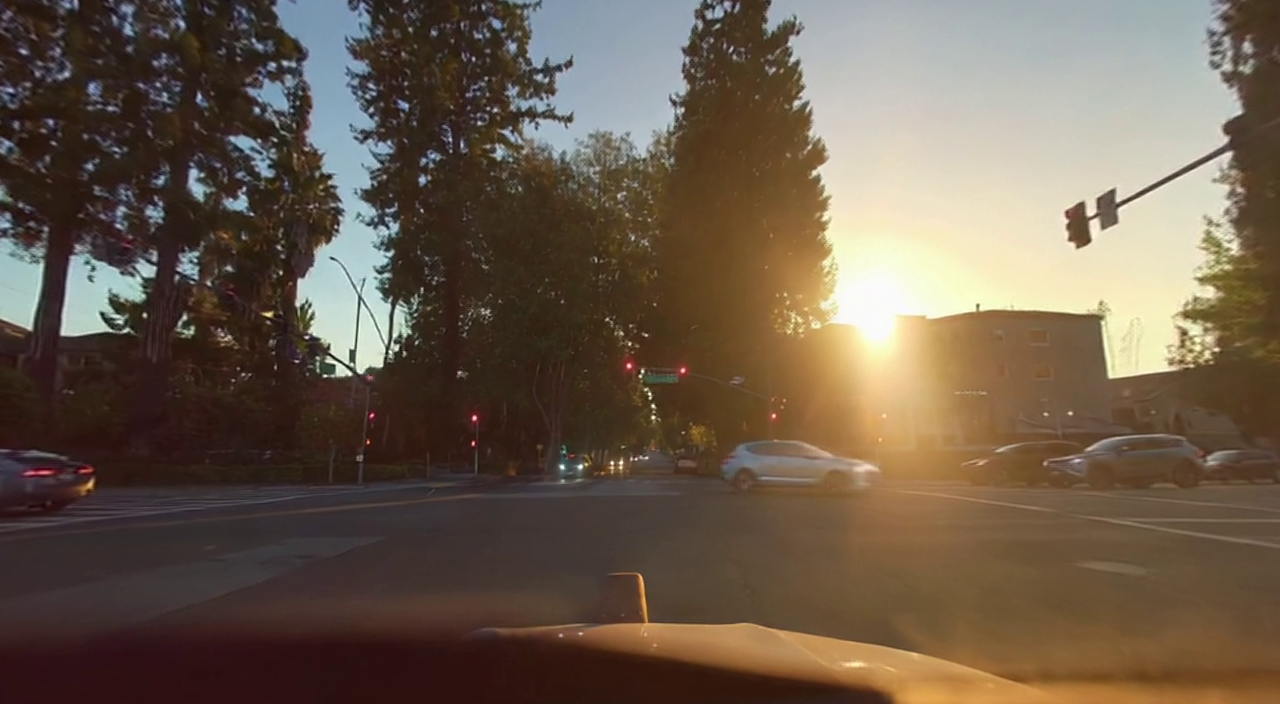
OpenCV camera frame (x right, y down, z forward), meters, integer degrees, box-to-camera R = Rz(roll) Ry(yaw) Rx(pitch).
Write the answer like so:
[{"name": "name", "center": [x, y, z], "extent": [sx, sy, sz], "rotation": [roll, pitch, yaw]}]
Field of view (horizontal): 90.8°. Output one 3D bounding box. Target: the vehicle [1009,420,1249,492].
[{"name": "vehicle", "center": [17.025, 3.664, 22.358], "extent": [6.109, 2.348, 2.683], "rotation": [0, -8, 2]}]

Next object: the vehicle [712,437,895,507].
[{"name": "vehicle", "center": [4.628, 3.412, 18.508], "extent": [2.162, 1.740, 4.728], "rotation": [8, -11, -42]}]

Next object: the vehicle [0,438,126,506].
[{"name": "vehicle", "center": [-18.195, 3.405, 18.025], "extent": [4.798, 1.763, 2.536], "rotation": [-1, -10, 1]}]
